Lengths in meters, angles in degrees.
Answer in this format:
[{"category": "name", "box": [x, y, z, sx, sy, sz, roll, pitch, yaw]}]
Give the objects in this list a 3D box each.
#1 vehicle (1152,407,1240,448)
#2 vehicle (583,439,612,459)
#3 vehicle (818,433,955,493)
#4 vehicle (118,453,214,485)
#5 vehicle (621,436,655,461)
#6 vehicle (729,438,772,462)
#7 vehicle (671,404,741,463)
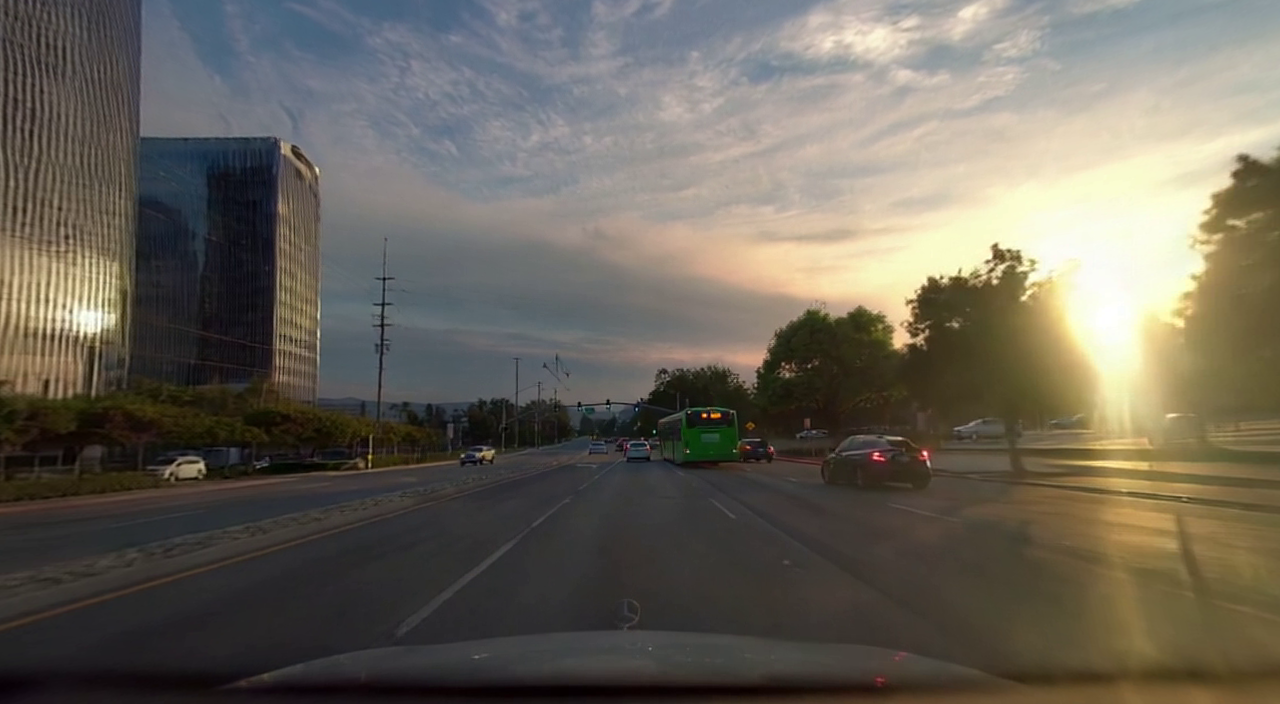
[{"category": "vehicle", "box": [42.937, 5.918, 48.958, 2.477, 2.965, 4.646, 0, -9, 1]}, {"category": "vehicle", "box": [-3.308, 7.625, 49.674, 1.990, 1.480, 3.941, 0, -9, -1]}, {"category": "vehicle", "box": [6.679, 3.051, 17.737, 1.992, 1.447, 4.414, 0, -9, -1]}, {"category": "vehicle", "box": [-29.079, 7.145, 38.984, 2.039, 1.777, 5.029, 0, -9, 0]}, {"category": "vehicle", "box": [-0.116, 6.454, 42.170, 2.145, 1.572, 4.021, 0, -9, 0]}, {"category": "vehicle", "box": [7.187, 6.385, 41.416, 1.886, 1.474, 4.495, 0, -9, -2]}, {"category": "vehicle", "box": [4.001, 5.343, 40.667, 2.760, 3.325, 9.045, 1, -9, -5]}]
